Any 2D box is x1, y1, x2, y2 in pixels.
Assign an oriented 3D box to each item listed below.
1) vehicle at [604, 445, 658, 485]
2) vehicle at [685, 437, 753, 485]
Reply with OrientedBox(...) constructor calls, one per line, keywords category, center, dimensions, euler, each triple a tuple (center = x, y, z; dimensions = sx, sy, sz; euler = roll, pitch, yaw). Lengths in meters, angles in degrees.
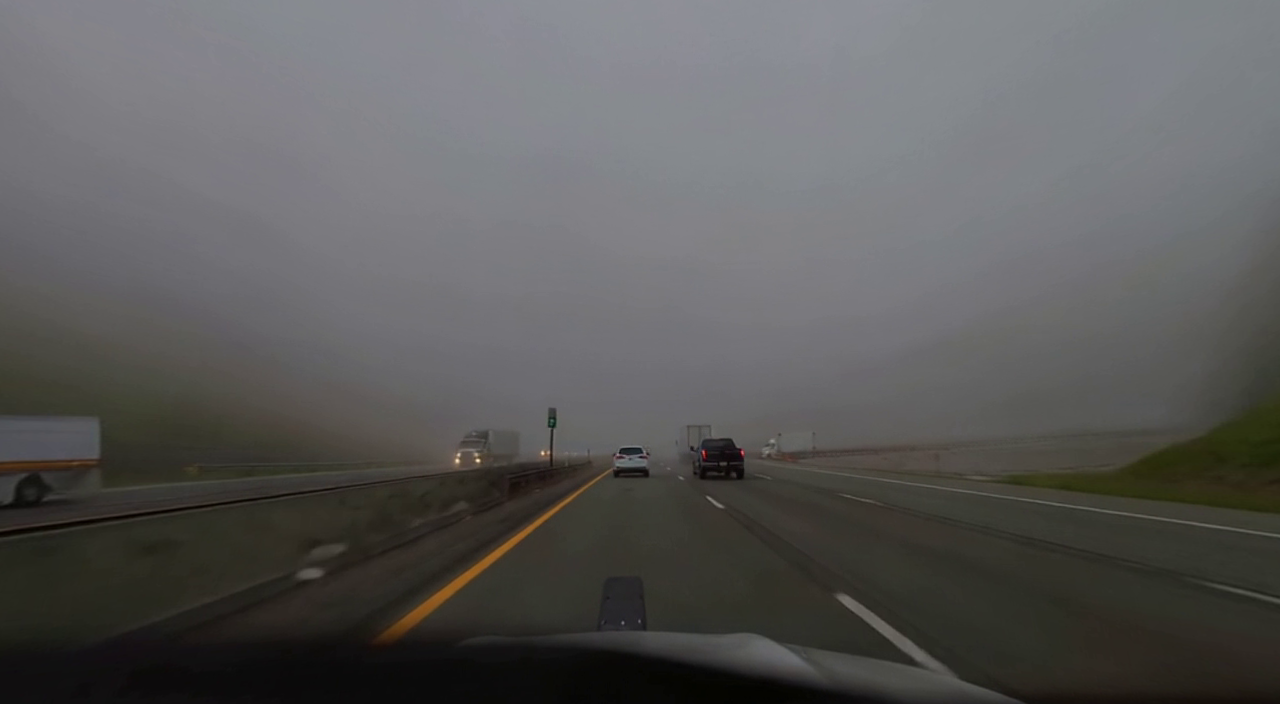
OrientedBox(category="vehicle", center=(-0.340, 4.419, 24.932), dimensions=(1.970, 1.441, 3.846), euler=(0, -9, -1))
OrientedBox(category="vehicle", center=(3.033, 4.280, 25.051), dimensions=(2.048, 1.704, 4.284), euler=(0, -9, -1))
